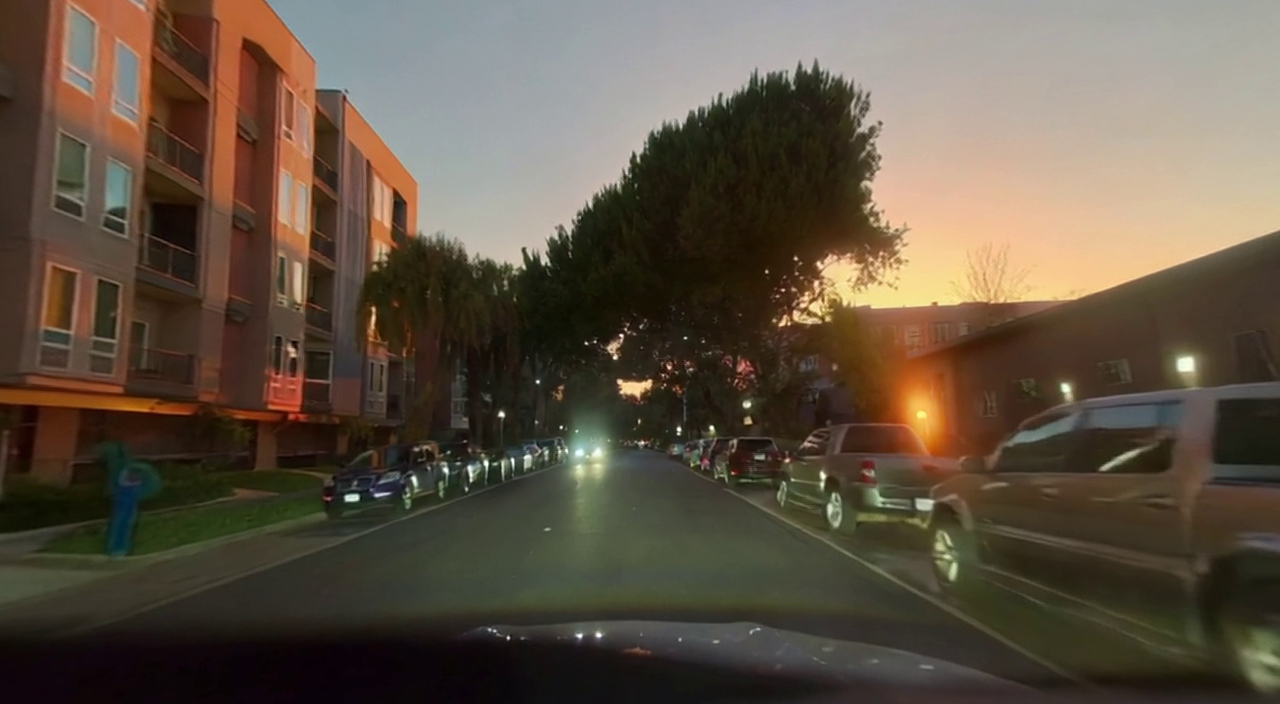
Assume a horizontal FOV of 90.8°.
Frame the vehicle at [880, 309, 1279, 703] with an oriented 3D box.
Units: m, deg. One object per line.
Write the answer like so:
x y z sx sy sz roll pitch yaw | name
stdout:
3.392 0.941 3.834 1.835 1.809 4.997 0 -8 -1 | vehicle

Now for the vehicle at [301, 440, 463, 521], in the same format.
-5.458 2.721 14.070 1.647 1.481 4.433 0 -8 1 | vehicle

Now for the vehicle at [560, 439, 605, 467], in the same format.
-3.198 5.676 35.717 1.939 1.504 4.121 0 -8 3 | vehicle
